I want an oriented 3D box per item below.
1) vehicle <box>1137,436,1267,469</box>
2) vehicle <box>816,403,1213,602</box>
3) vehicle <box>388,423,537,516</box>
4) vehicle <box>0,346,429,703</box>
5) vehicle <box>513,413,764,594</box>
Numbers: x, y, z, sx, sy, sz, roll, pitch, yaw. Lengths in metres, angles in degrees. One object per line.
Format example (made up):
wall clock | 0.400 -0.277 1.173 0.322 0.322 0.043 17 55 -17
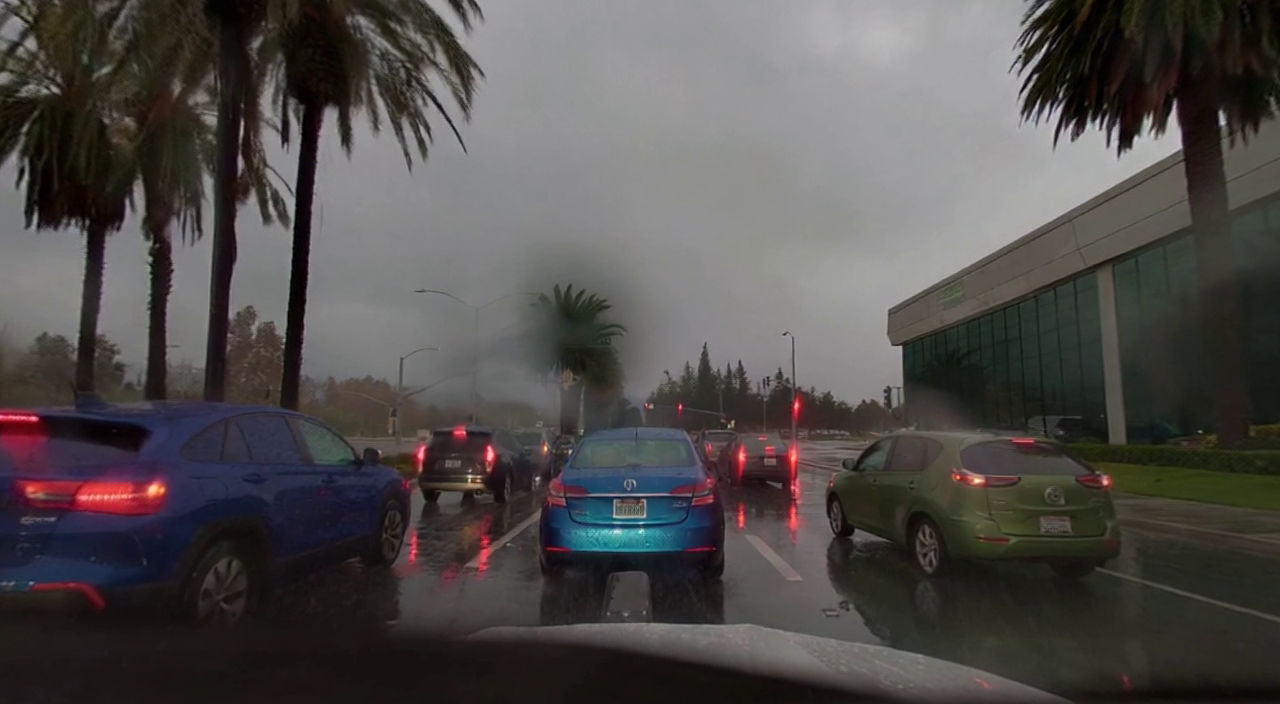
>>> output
vehicle | 25.453 4.553 28.649 4.014 1.417 1.777 -1 -8 5
vehicle | 3.840 1.620 7.686 2.064 1.696 4.431 0 -8 0
vehicle | -3.462 2.360 13.075 1.917 1.631 3.768 0 -8 1
vehicle | -3.534 1.168 5.309 2.014 1.775 4.404 0 -8 -1
vehicle | -0.053 1.664 7.819 2.219 1.586 4.321 0 -8 -1
